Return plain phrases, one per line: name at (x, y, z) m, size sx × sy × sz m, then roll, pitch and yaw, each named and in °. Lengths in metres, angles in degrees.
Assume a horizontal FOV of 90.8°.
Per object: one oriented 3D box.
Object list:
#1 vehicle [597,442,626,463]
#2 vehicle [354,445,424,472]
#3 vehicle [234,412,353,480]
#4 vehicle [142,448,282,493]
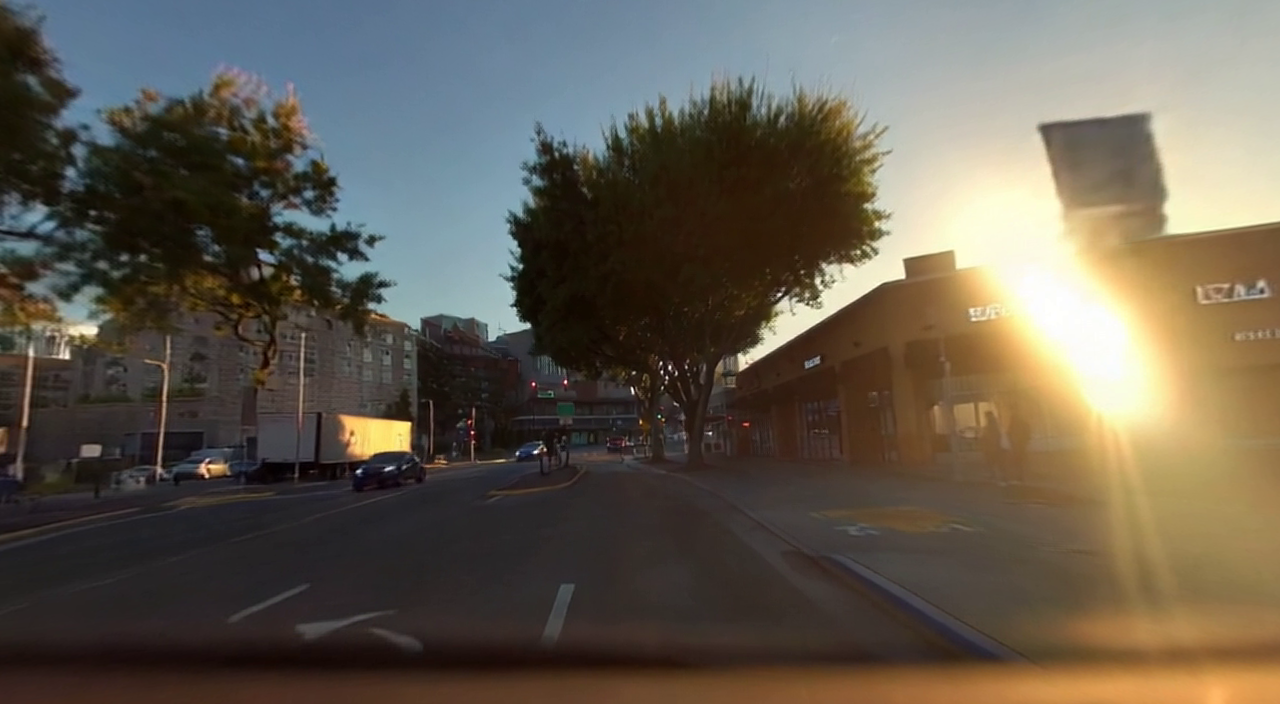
vehicle at (-2.071, 7.409, 46.612) m, size 2.006 × 1.470 × 3.799 m, roll 0°, pitch -8°, yaw -1°
vehicle at (-17.180, 7.269, 43.495) m, size 1.988 × 1.762 × 4.653 m, roll -2°, pitch -9°, yaw 16°
vehicle at (-21.970, 5.996, 40.489) m, size 3.045 × 3.961 × 6.104 m, roll -2°, pitch -9°, yaw 15°
vehicle at (-18.336, 5.041, 27.379) m, size 2.101 × 1.721 × 4.587 m, roll -3°, pitch -9°, yaw 17°
